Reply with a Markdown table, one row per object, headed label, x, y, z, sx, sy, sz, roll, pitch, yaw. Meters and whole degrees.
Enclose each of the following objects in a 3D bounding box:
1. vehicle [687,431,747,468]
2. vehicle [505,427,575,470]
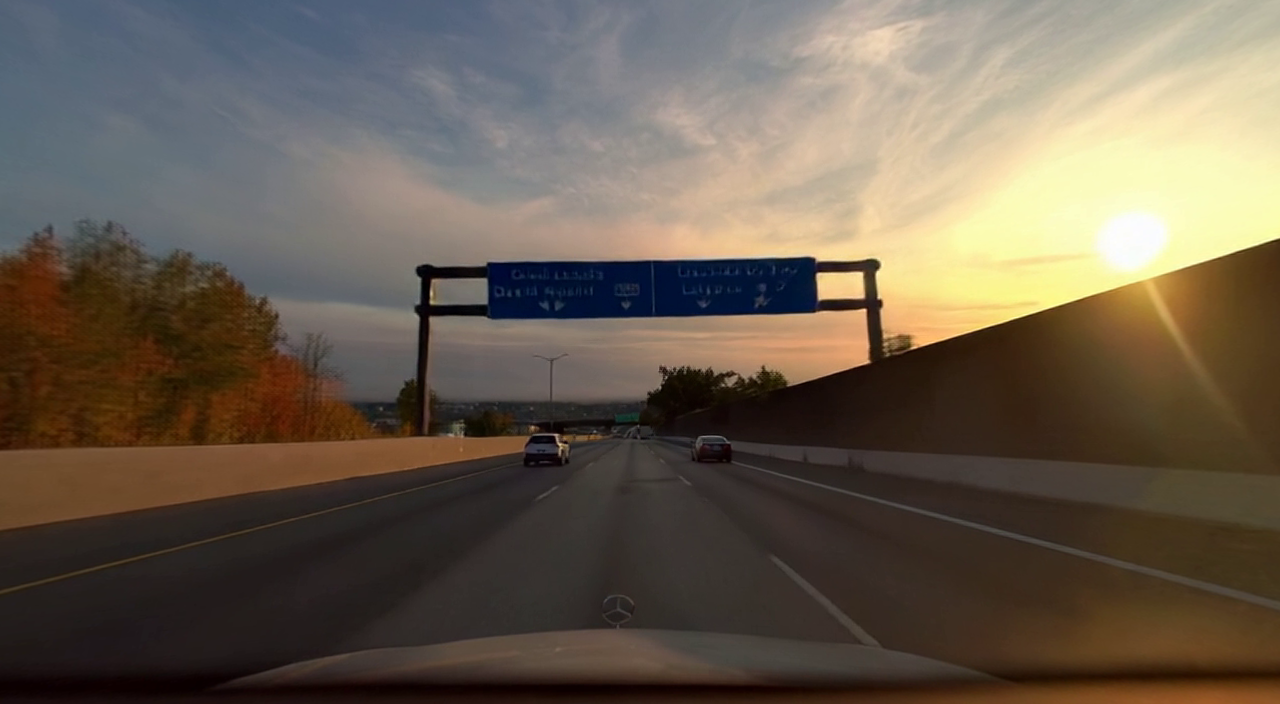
| label | x | y | z | sx | sy | sz | roll | pitch | yaw |
| --- | --- | --- | --- | --- | --- | --- | --- | --- | --- |
| vehicle | 3.410 | 4.409 | 28.807 | 2.077 | 1.523 | 4.539 | 0 | -8 | -1 |
| vehicle | -4.065 | 3.985 | 26.263 | 2.219 | 1.660 | 4.153 | 0 | -8 | 0 |
